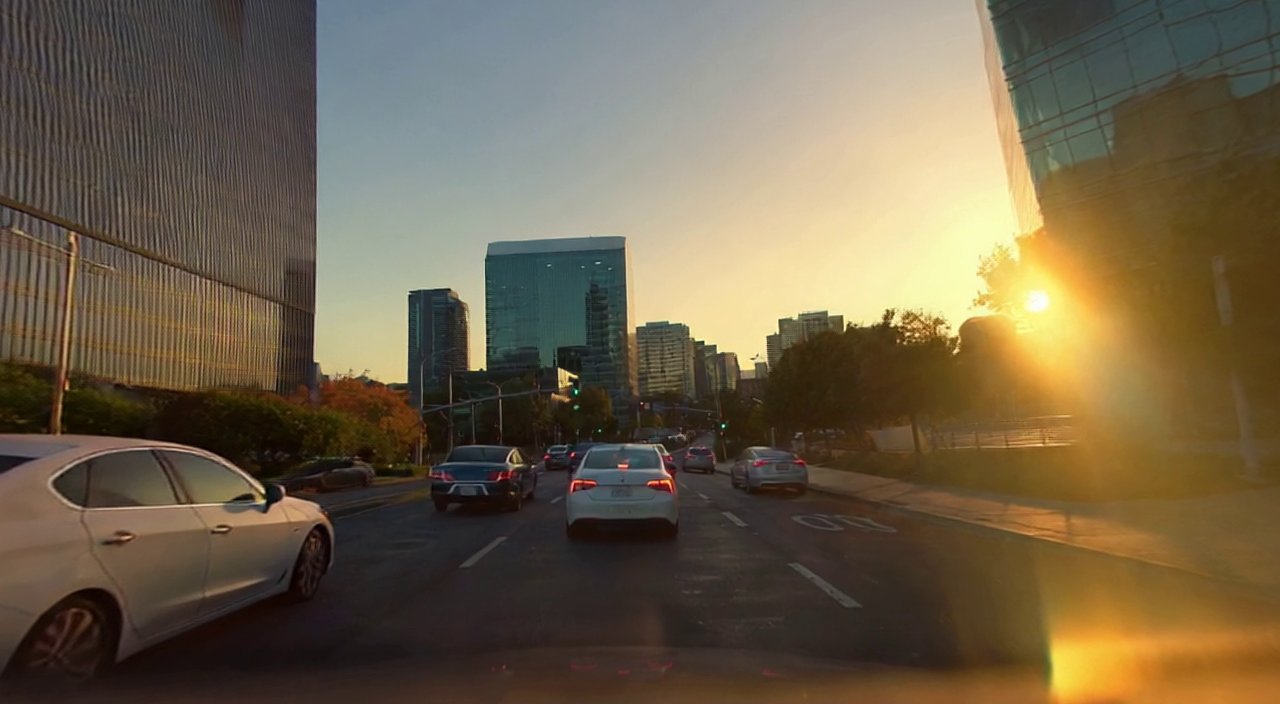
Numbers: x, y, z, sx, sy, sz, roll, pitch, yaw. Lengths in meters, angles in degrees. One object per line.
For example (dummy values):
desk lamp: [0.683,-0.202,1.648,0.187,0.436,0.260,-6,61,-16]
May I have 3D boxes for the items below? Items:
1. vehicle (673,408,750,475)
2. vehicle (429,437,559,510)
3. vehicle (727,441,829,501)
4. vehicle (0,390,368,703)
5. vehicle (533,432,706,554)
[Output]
vehicle: [3.901,5.428,37.941,3.074,3.316,12.953,0,-9,0]
vehicle: [-3.353,2.886,15.486,2.044,1.508,4.479,0,-9,1]
vehicle: [3.842,3.390,18.349,1.940,1.514,4.187,0,-9,-1]
vehicle: [-3.576,1.133,3.948,1.933,1.520,4.195,0,-9,-1]
vehicle: [-0.216,2.094,10.135,2.174,1.509,4.374,0,-9,1]
